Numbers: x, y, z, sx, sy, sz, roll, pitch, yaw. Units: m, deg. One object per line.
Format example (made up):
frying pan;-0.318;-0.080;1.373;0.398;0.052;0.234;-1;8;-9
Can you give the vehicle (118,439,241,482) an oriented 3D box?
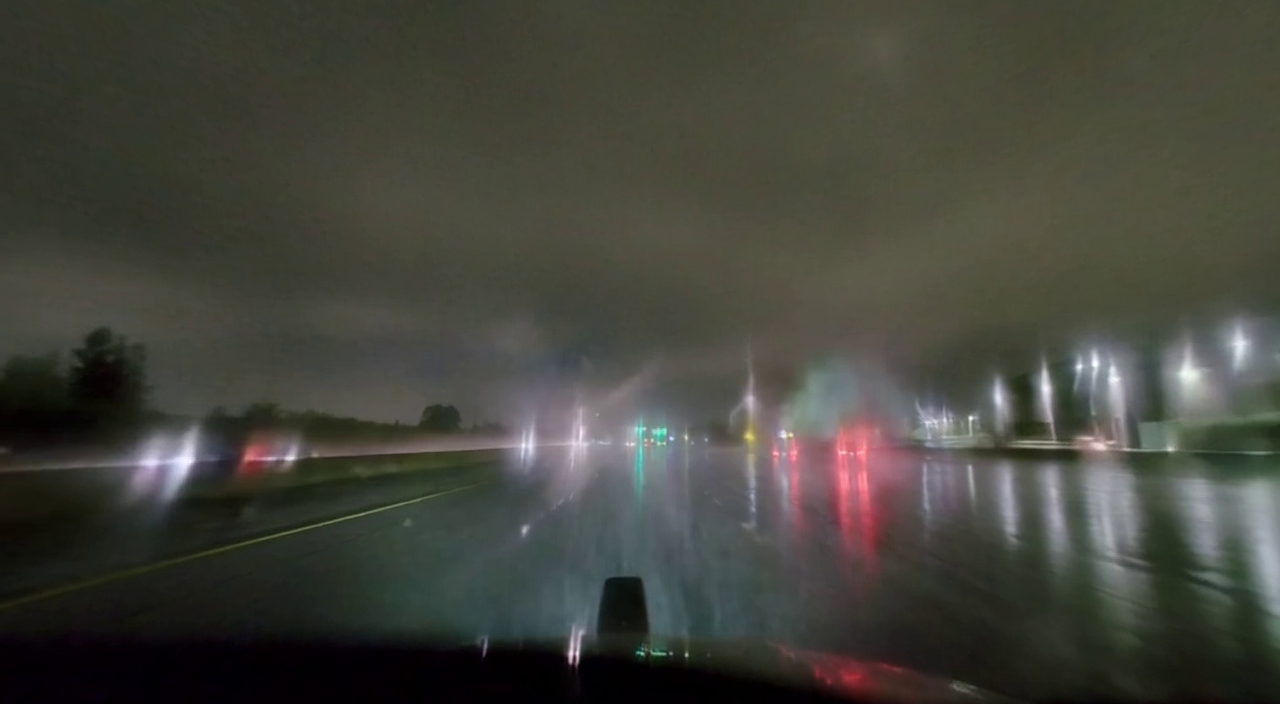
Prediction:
vehicle;-23.225;5.459;32.185;2.111;1.937;5.530;-1;-8;0
